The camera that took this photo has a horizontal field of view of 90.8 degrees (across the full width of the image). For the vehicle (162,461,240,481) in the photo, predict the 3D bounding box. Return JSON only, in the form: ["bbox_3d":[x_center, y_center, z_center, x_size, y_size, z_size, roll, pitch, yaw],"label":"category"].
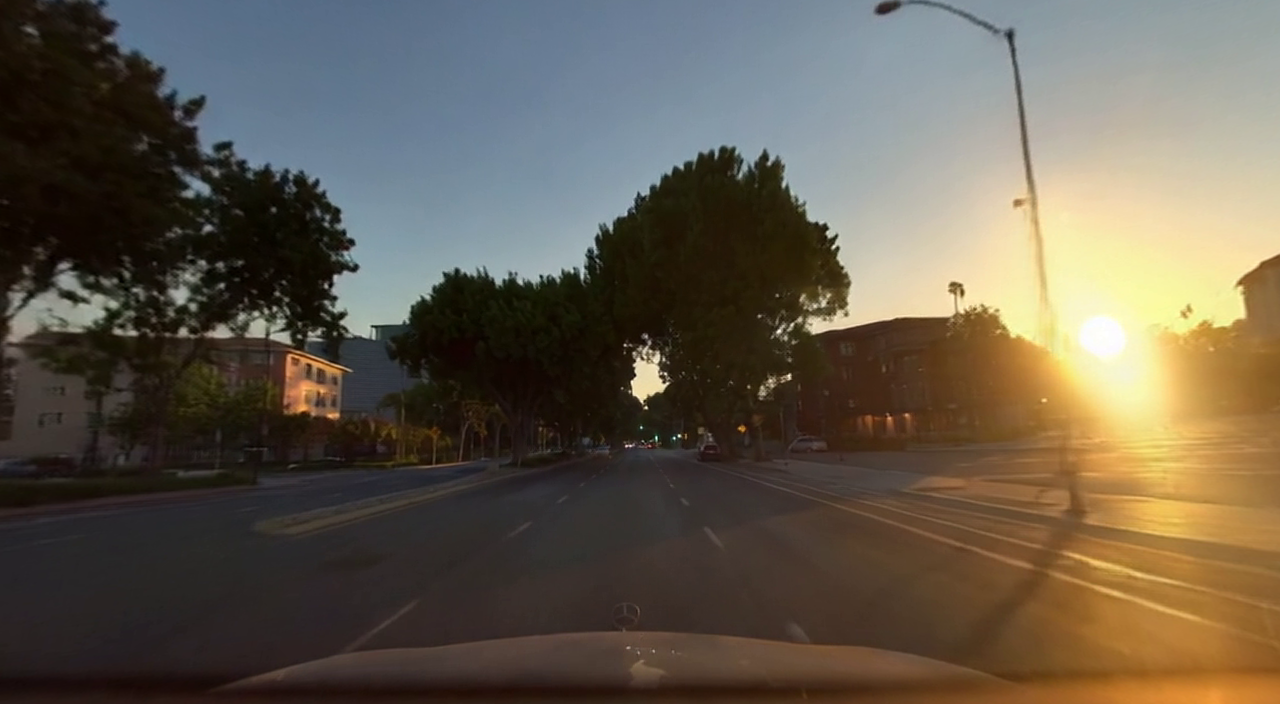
[{"bbox_3d":[-32.570,8.810,46.960,4.359,1.405,1.831,0,-8,-1],"label":"vehicle"}]
